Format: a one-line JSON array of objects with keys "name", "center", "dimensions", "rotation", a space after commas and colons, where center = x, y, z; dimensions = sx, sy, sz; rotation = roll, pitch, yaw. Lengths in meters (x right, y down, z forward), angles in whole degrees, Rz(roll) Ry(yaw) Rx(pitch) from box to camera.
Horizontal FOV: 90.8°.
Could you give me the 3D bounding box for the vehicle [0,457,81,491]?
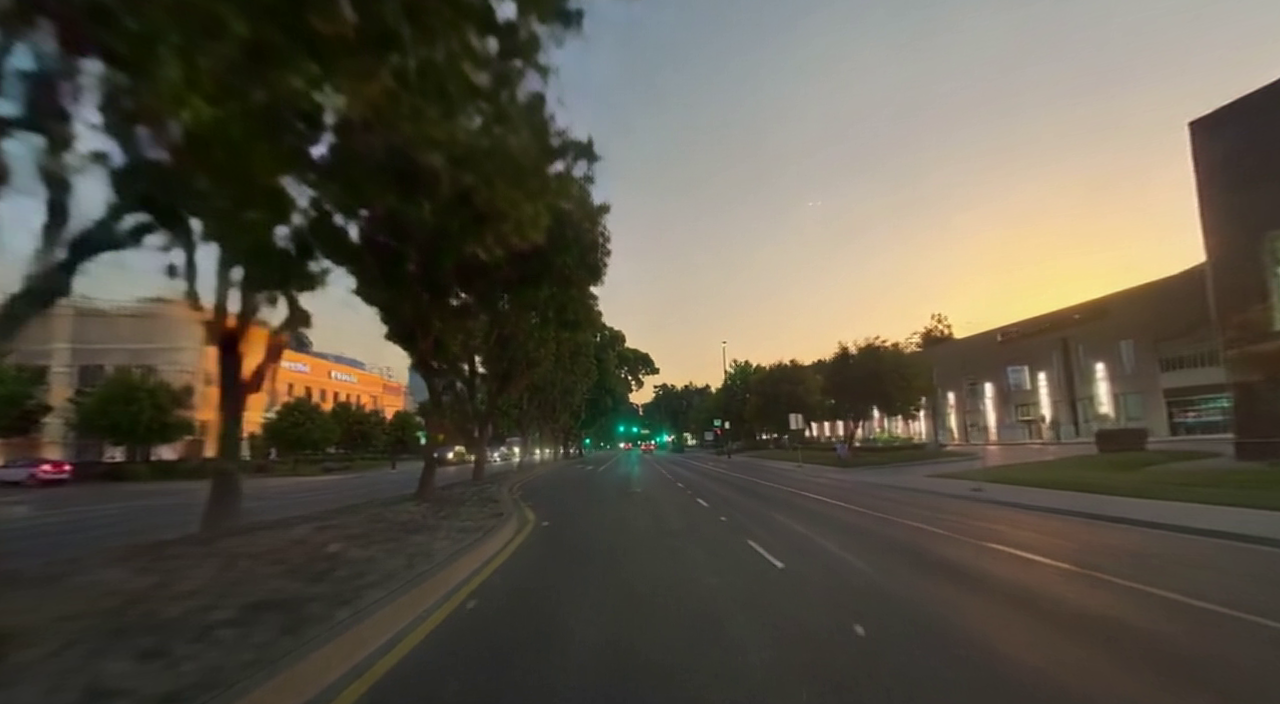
[{"name": "vehicle", "center": [-31.900, 6.249, 32.544], "dimensions": [4.486, 1.614, 1.950], "rotation": [-1, -9, 5]}]
